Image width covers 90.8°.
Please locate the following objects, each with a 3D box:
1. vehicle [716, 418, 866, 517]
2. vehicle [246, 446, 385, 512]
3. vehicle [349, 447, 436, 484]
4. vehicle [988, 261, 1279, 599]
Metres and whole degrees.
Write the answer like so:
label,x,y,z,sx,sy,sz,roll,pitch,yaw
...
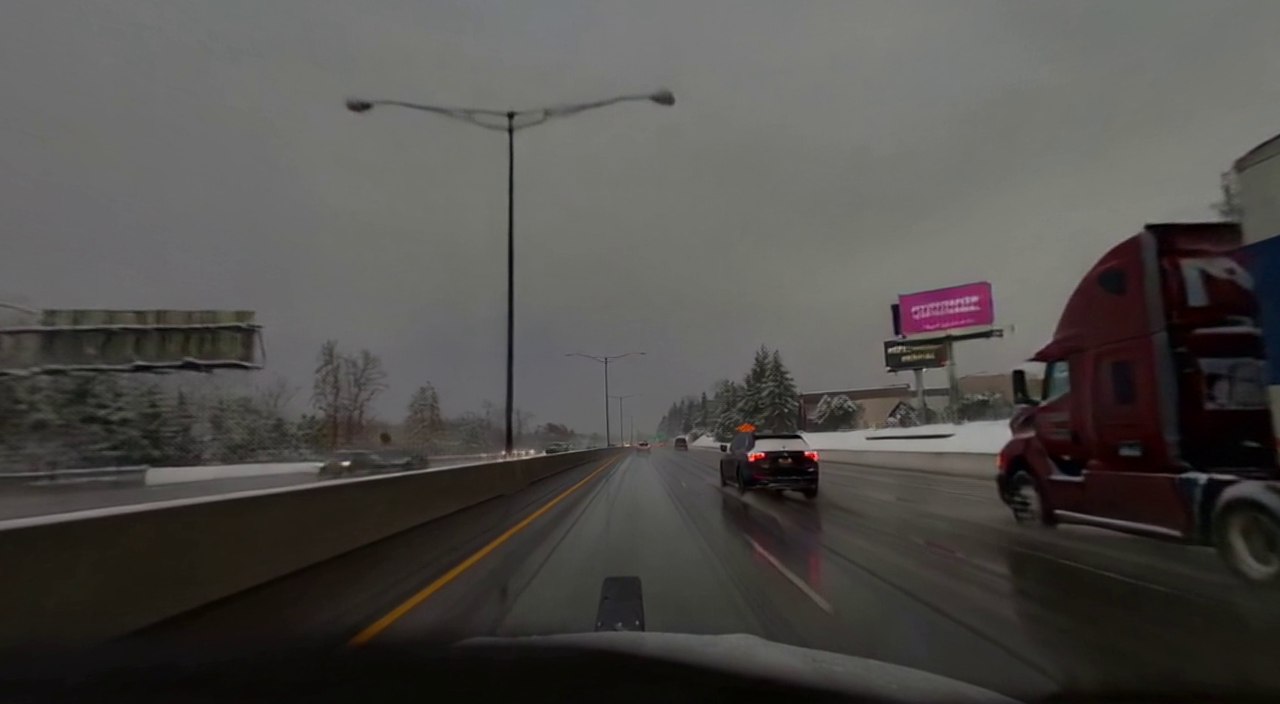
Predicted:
label,x,y,z,sx,sy,sz,roll,pitch,yaw
vehicle,2.916,2.350,13.321,1.973,1.710,4.476,0,-8,-1
vehicle,-7.640,2.981,15.227,1.554,1.386,3.320,0,-8,0
vehicle,-10.967,5.044,28.360,2.140,1.485,4.360,0,-9,0
vehicle,7.118,0.876,6.855,3.054,2.924,6.178,0,-9,0
